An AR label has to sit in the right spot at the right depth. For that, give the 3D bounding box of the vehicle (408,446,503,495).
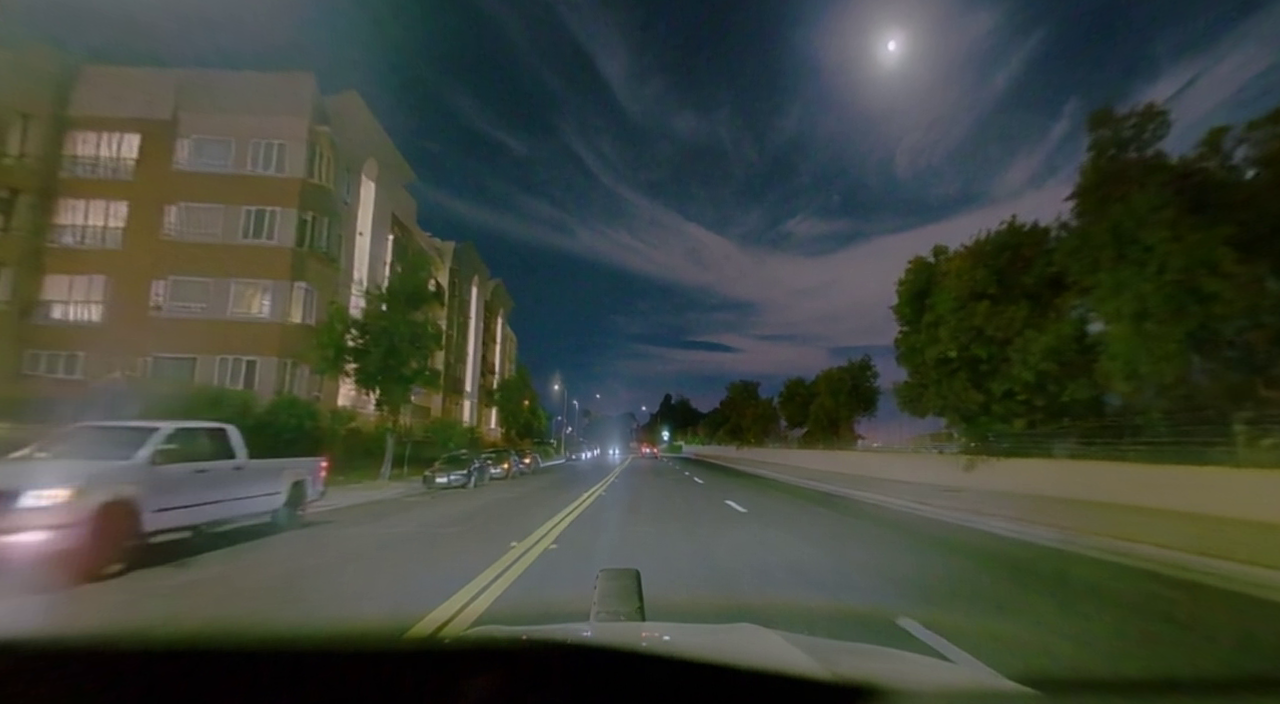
[{"bbox_3d":[-6.438,4.142,22.625,1.914,1.417,4.750,2,-8,1],"label":"vehicle"}]

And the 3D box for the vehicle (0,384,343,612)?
[{"bbox_3d":[-6.485,1.646,8.402,2.331,1.962,5.633,2,-8,-1],"label":"vehicle"}]
